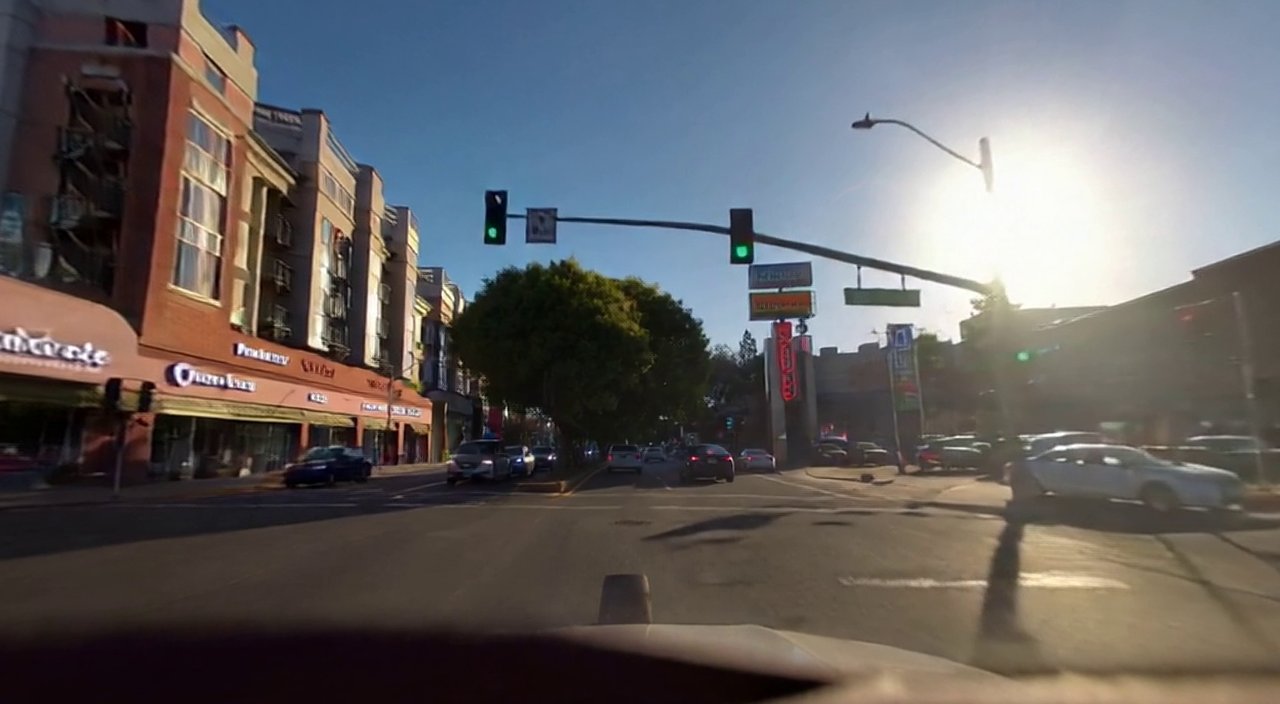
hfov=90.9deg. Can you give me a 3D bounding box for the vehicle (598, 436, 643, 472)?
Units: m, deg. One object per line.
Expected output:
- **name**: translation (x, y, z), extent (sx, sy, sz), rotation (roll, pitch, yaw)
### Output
- **vehicle**: translation (-1.046, 5.576, 34.693), extent (2.301, 1.837, 4.411), rotation (0, -8, -1)

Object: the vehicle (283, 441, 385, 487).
- **vehicle**: translation (-12.791, 4.688, 26.724), extent (2.106, 1.779, 4.467), rotation (0, -8, -1)

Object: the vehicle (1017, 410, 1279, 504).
- **vehicle**: translation (12.111, 2.531, 15.543), extent (2.304, 1.907, 4.844), rotation (0, -8, -5)

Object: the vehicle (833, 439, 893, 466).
- **vehicle**: translation (14.766, 6.652, 42.061), extent (2.007, 1.642, 5.001), rotation (-2, -8, -2)

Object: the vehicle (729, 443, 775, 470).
- **vehicle**: translation (6.929, 6.515, 39.569), extent (1.914, 1.587, 4.548), rotation (0, -8, -2)

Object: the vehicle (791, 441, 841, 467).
- **vehicle**: translation (11.699, 6.778, 42.183), extent (2.058, 1.493, 4.612), rotation (-2, -8, 1)

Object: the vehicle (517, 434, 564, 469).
- **vehicle**: translation (-6.194, 6.179, 39.663), extent (2.240, 1.945, 5.114), rotation (-1, -7, -1)

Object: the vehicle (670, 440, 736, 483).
- **vehicle**: translation (2.374, 4.272, 24.950), extent (2.046, 1.540, 3.883), rotation (0, -8, -3)

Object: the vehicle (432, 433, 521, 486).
- **vehicle**: translation (-6.037, 3.981, 23.938), extent (2.242, 1.740, 4.659), rotation (-1, -7, -1)
